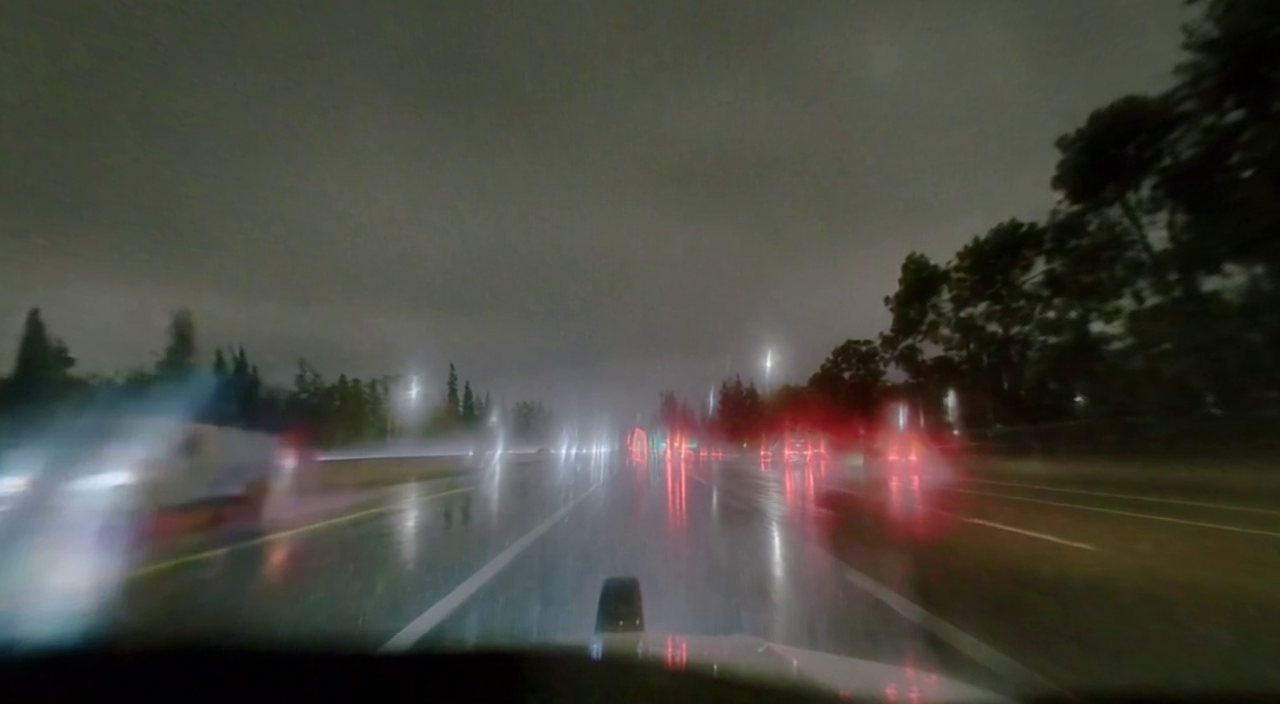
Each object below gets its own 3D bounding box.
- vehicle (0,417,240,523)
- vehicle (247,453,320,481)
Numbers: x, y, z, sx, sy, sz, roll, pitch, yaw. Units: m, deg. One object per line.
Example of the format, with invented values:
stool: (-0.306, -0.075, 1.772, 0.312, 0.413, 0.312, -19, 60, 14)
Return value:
vehicle: (-9.842, 2.046, 11.620, 1.915, 1.524, 4.623, 0, -8, 0)
vehicle: (-20.917, 6.727, 37.296, 1.672, 1.402, 4.632, 0, -7, 0)
